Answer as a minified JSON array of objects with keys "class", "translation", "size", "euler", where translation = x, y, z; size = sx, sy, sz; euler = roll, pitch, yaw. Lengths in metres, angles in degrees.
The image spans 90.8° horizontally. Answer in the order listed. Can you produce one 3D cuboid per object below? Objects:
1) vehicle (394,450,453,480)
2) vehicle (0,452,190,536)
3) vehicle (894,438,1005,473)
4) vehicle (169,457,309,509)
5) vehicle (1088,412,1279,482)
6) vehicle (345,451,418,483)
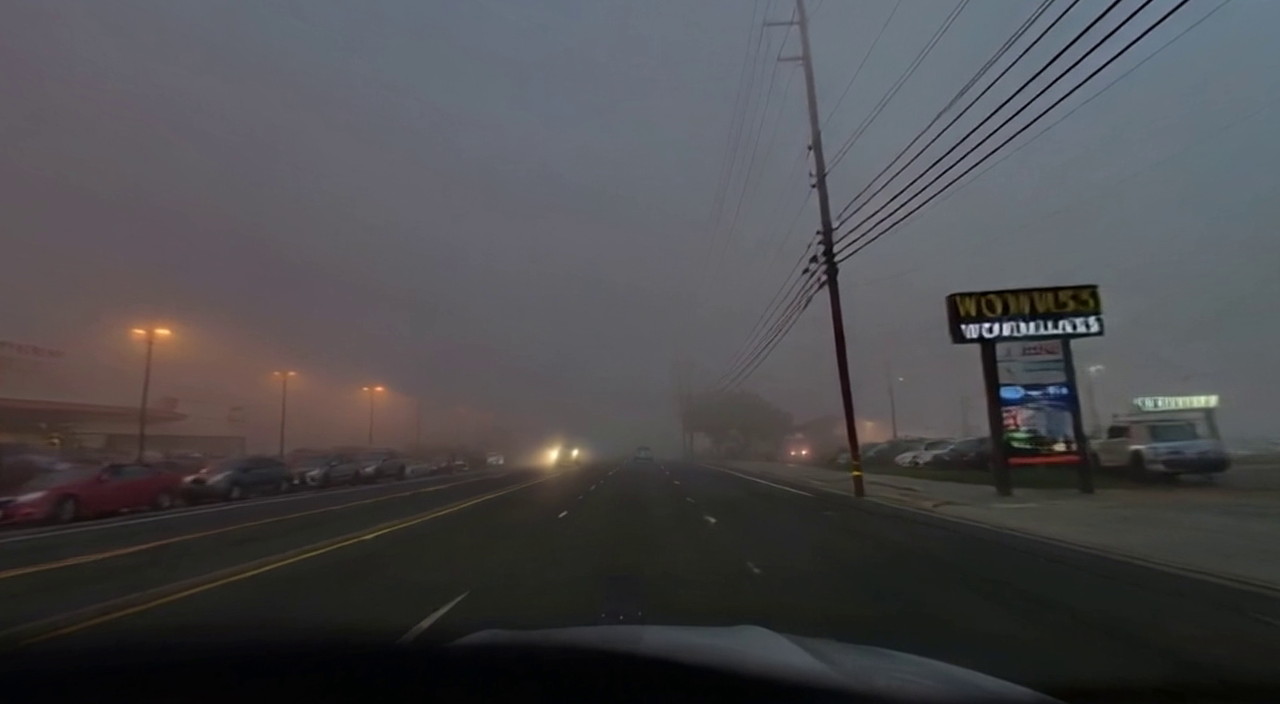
[{"class":"vehicle","translation":[-13.374,6.959,39.350],"size":[1.793,1.534,5.400],"euler":[-2,-7,0]},{"class":"vehicle","translation":[-13.657,3.280,15.100],"size":[2.014,1.523,5.092],"euler":[-3,-8,1]},{"class":"vehicle","translation":[15.137,5.062,31.062],"size":[4.396,1.412,1.858],"euler":[-4,-7,3]},{"class":"vehicle","translation":[-13.552,4.420,21.766],"size":[1.791,1.377,4.807],"euler":[-2,-8,-1]},{"class":"vehicle","translation":[15.550,2.610,17.413],"size":[4.667,1.775,2.199],"euler":[0,-9,-1]},{"class":"vehicle","translation":[-13.597,6.043,33.544],"size":[1.901,1.552,4.541],"euler":[0,-8,0]}]
